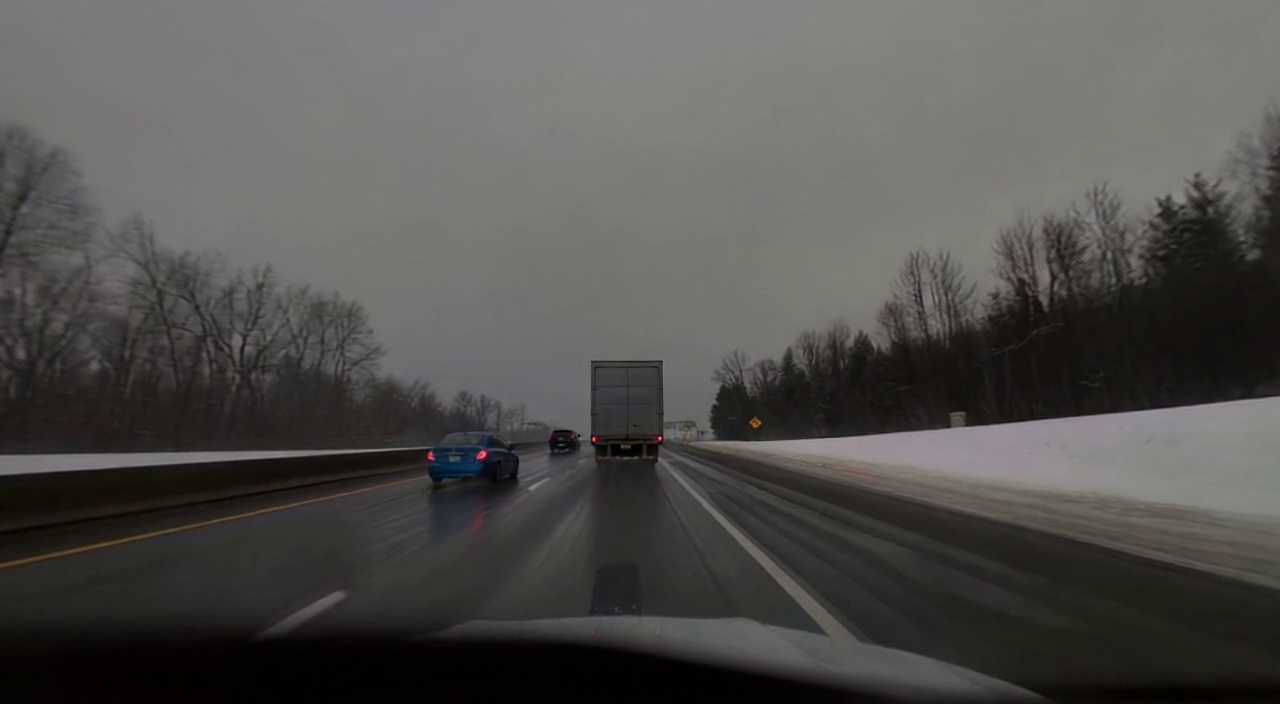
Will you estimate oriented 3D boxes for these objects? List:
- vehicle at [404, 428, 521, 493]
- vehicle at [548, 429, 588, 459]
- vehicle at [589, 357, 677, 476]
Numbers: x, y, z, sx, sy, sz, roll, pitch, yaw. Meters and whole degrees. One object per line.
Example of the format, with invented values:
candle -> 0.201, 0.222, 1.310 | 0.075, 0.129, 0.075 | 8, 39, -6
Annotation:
vehicle -> -4.661, 2.885, 17.239 | 1.931, 1.539, 4.441 | 0, -8, 0
vehicle -> -4.569, 5.893, 40.514 | 2.019, 1.834, 4.644 | 0, -8, 0
vehicle -> -0.323, 2.836, 26.351 | 2.953, 4.041, 10.072 | 0, -8, -1
